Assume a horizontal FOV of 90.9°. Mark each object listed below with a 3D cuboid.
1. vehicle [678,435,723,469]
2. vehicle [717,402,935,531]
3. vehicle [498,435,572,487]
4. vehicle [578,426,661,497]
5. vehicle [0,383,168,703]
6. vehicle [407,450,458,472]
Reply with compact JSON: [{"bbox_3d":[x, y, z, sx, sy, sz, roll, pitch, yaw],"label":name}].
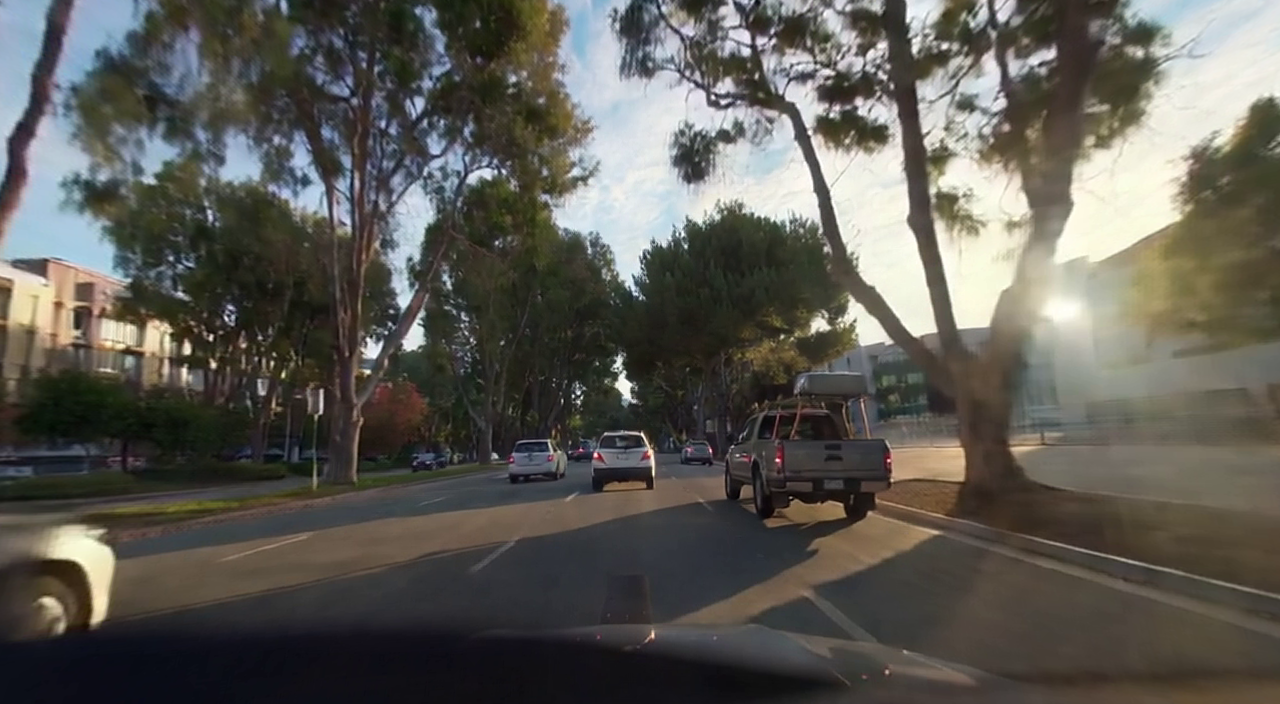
[{"bbox_3d":[3.582,6.046,38.226,2.183,1.948,4.633,0,-8,-2],"label":"vehicle"},{"bbox_3d":[3.347,2.278,13.193,2.655,2.054,6.098,0,-8,0],"label":"vehicle"},{"bbox_3d":[-3.611,3.806,22.316,1.894,1.642,3.861,0,-8,1],"label":"vehicle"},{"bbox_3d":[-0.473,3.055,17.896,2.075,1.770,4.018,0,-8,1],"label":"vehicle"},{"bbox_3d":[-3.971,0.755,1.558,1.959,1.614,4.676,0,-8,0],"label":"vehicle"},{"bbox_3d":[-14.805,7.762,45.232,2.001,1.441,4.488,0,-8,1],"label":"vehicle"}]
